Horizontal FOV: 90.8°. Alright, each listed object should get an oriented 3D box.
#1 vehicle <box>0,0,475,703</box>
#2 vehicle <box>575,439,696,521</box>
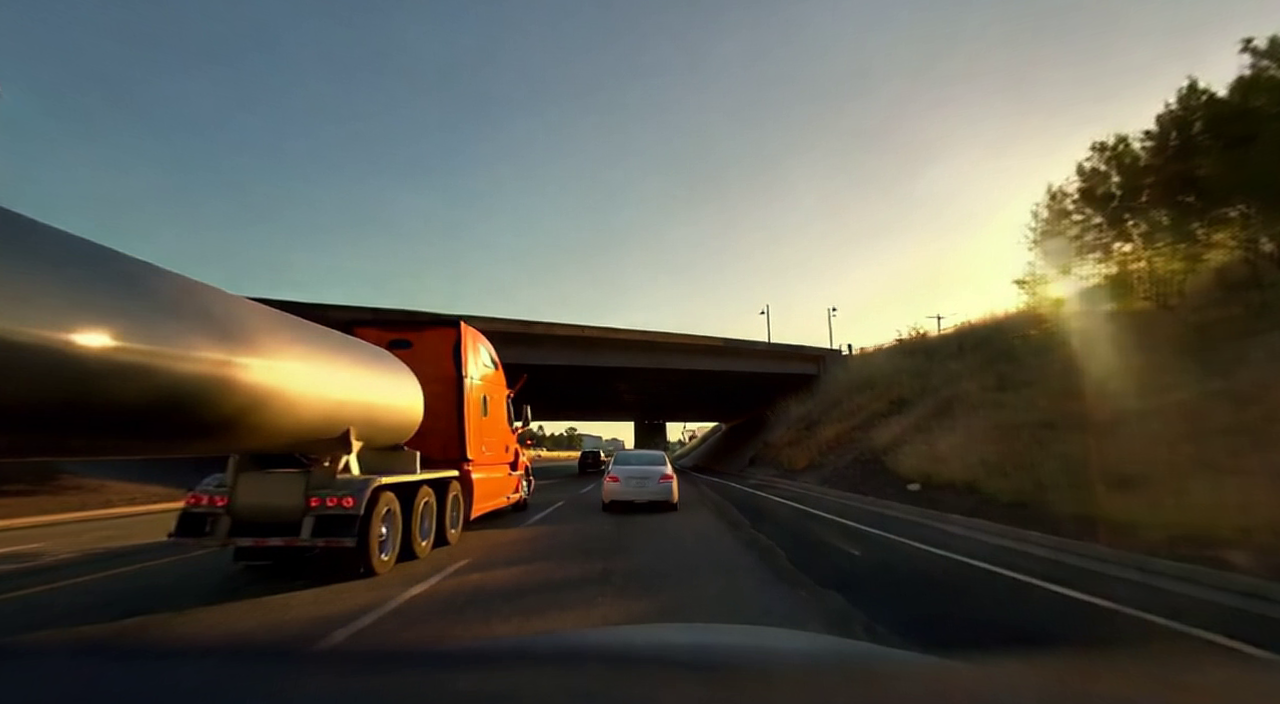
[{"bbox_3d":[-4.275,0.077,2.768,2.896,3.563,14.643,0,-9,1],"label":"vehicle"},{"bbox_3d":[-0.091,2.691,13.798,2.215,1.481,4.246,0,-9,0],"label":"vehicle"}]
